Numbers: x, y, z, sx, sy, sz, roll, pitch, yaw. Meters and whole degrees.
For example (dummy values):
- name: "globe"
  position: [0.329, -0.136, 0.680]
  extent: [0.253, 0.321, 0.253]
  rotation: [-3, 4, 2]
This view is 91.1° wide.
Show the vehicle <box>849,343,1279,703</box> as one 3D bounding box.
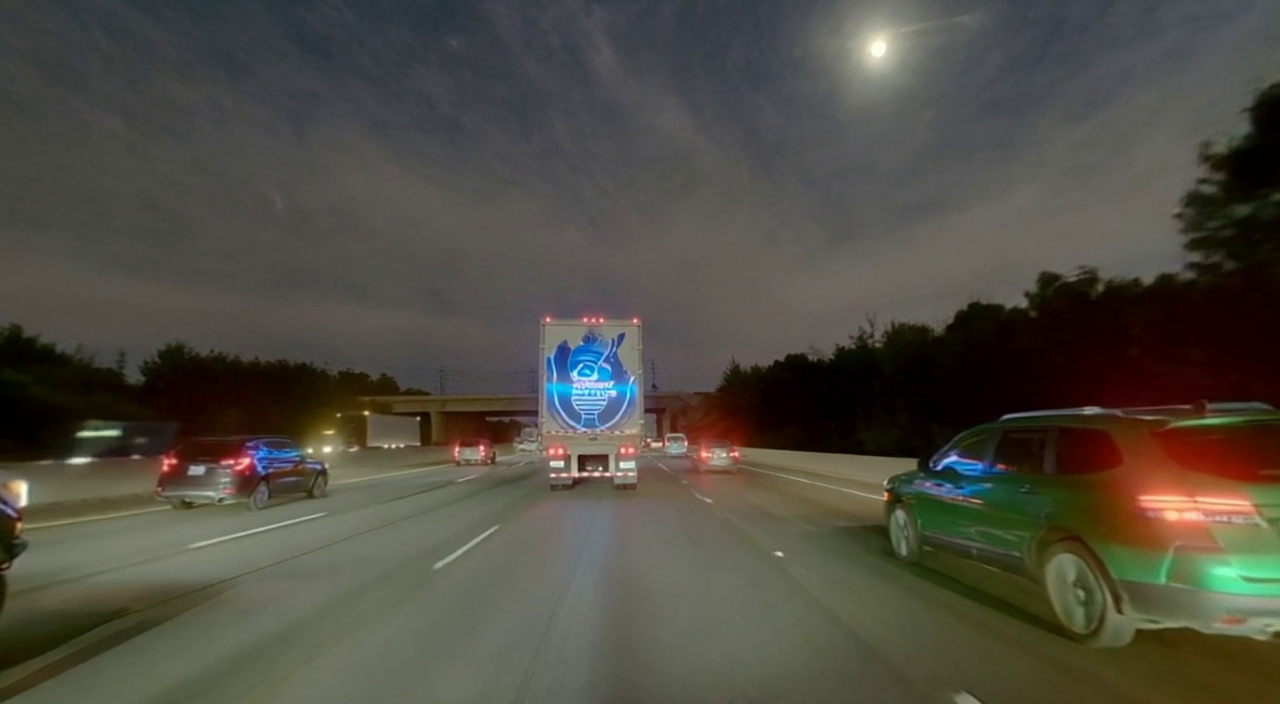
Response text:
- name: "vehicle"
  position: [3.511, 1.079, 4.850]
  extent: [2.118, 1.647, 4.400]
  rotation: [0, -8, -2]

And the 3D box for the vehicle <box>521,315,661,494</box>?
- name: "vehicle"
  position: [-1.391, 1.749, 18.316]
  extent: [2.911, 3.787, 9.905]
  rotation: [0, -8, -4]

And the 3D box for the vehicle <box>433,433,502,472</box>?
- name: "vehicle"
  position: [-8.138, 4.776, 30.130]
  extent: [2.057, 1.698, 4.550]
  rotation: [0, -8, 0]

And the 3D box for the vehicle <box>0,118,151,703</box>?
- name: "vehicle"
  position: [-3.836, 0.092, 0.348]
  extent: [2.660, 2.637, 5.634]
  rotation: [0, -8, -2]

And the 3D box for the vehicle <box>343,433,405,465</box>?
- name: "vehicle"
  position: [-20.396, 7.466, 48.564]
  extent: [2.264, 2.303, 5.765]
  rotation: [0, -8, -1]

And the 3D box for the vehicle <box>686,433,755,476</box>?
- name: "vehicle"
  position: [3.087, 4.036, 25.099]
  extent: [2.003, 1.519, 4.580]
  rotation: [0, -8, -2]

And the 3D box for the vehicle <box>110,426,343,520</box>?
- name: "vehicle"
  position: [-8.391, 2.450, 13.411]
  extent: [2.048, 1.652, 4.421]
  rotation: [0, -8, -2]
